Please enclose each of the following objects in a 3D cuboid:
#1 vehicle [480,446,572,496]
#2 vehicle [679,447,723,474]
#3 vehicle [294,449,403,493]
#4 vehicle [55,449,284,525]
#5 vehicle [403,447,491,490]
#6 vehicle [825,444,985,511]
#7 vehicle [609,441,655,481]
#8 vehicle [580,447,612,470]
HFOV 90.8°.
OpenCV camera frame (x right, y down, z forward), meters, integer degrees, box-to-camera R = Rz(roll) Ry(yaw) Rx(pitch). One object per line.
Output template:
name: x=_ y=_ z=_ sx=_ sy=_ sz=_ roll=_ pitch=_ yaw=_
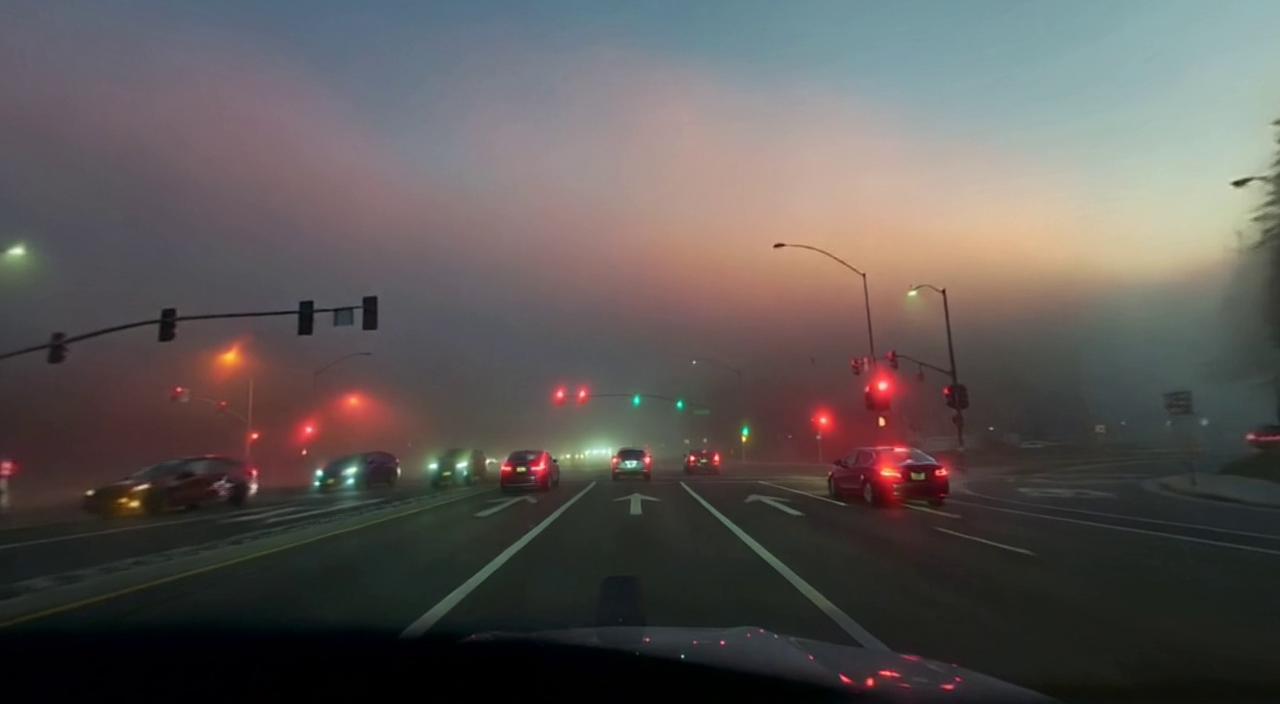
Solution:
vehicle: x=-3.691 y=3.928 z=21.332 sx=2.163 sy=1.474 sz=4.413 roll=0 pitch=-8 yaw=2
vehicle: x=3.419 y=6.180 z=36.317 sx=2.014 sy=1.430 sz=4.103 roll=0 pitch=-8 yaw=-2
vehicle: x=-10.968 y=4.479 z=24.156 sx=2.047 sy=1.479 sz=4.228 roll=0 pitch=-8 yaw=2
vehicle: x=-10.727 y=3.057 z=14.971 sx=1.924 sy=1.479 sz=4.508 roll=0 pitch=-8 yaw=1
vehicle: x=-7.445 y=4.508 z=24.915 sx=2.013 sy=1.488 sz=4.596 roll=0 pitch=-8 yaw=0
vehicle: x=6.457 y=3.083 z=16.114 sx=2.028 sy=1.451 sz=4.625 roll=0 pitch=-8 yaw=-1
vehicle: x=-0.335 y=5.071 z=29.764 sx=2.008 sy=1.716 sz=4.125 roll=0 pitch=-8 yaw=0
vehicle: x=-3.063 y=7.546 z=44.865 sx=2.002 sy=1.502 sz=4.057 roll=0 pitch=-8 yaw=0
